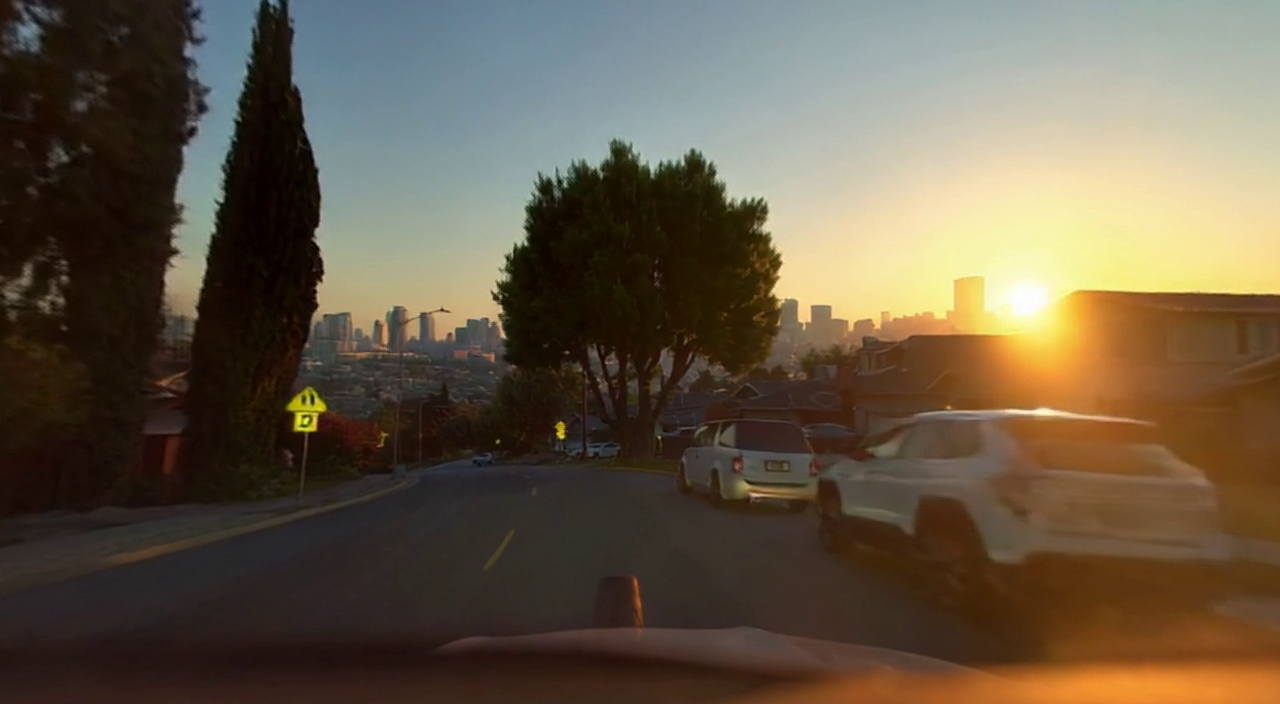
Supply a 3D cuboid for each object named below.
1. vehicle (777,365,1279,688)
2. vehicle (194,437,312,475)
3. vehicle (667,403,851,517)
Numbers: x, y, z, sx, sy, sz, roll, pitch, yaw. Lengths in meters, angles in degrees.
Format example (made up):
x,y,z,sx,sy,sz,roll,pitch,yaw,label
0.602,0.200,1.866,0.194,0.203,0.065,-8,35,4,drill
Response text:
x,y,z,sx,sy,sz,roll,pitch,yaw,label
2.863,1.240,5.745,1.965,1.663,4.744,0,-8,-2,vehicle
-18.714,5.048,30.794,4.464,1.681,1.906,2,-9,-16,vehicle
2.110,2.177,13.227,2.180,1.849,5.423,0,-8,-7,vehicle
